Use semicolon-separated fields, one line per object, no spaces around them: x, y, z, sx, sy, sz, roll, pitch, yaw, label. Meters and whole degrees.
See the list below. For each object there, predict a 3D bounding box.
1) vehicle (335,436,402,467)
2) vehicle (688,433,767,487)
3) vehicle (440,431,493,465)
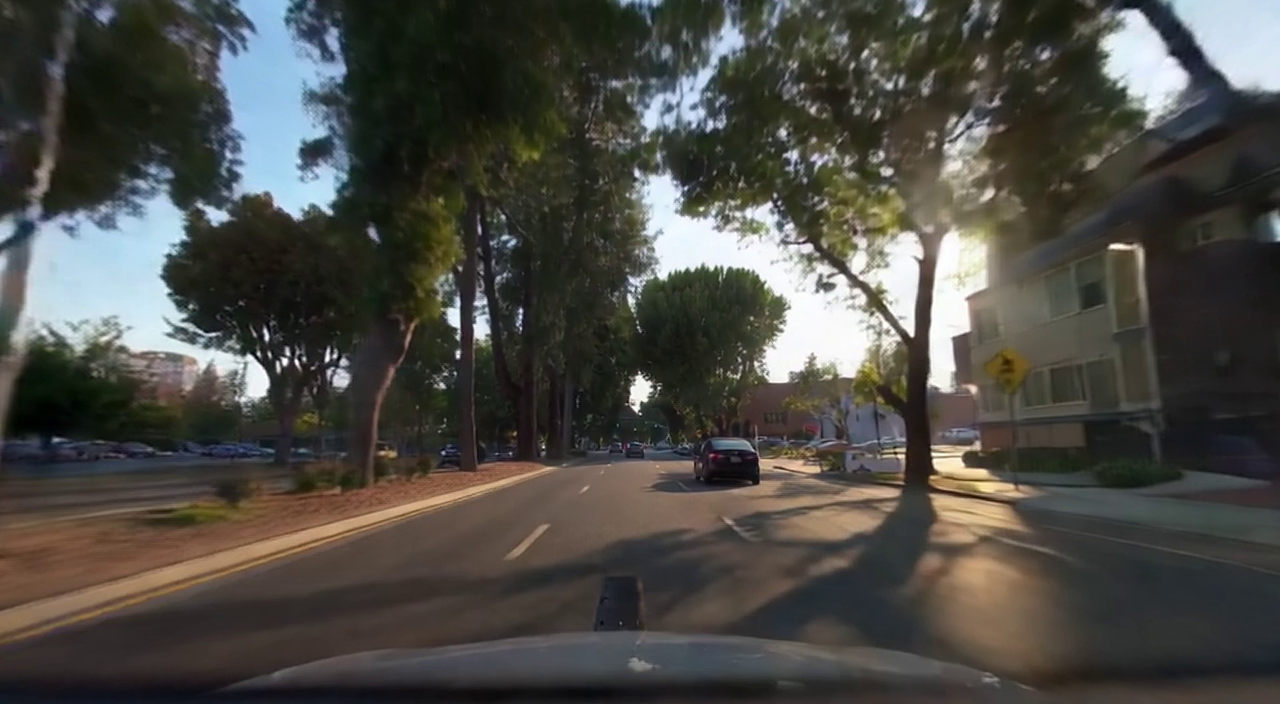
-17.827;6.570;41.645;2.094;1.894;5.364;0;-8;-1;vehicle
2.867;3.661;21.578;2.022;1.656;4.025;0;-8;-2;vehicle
-11.308;6.261;41.320;2.074;2.065;4.946;0;-8;-1;vehicle
